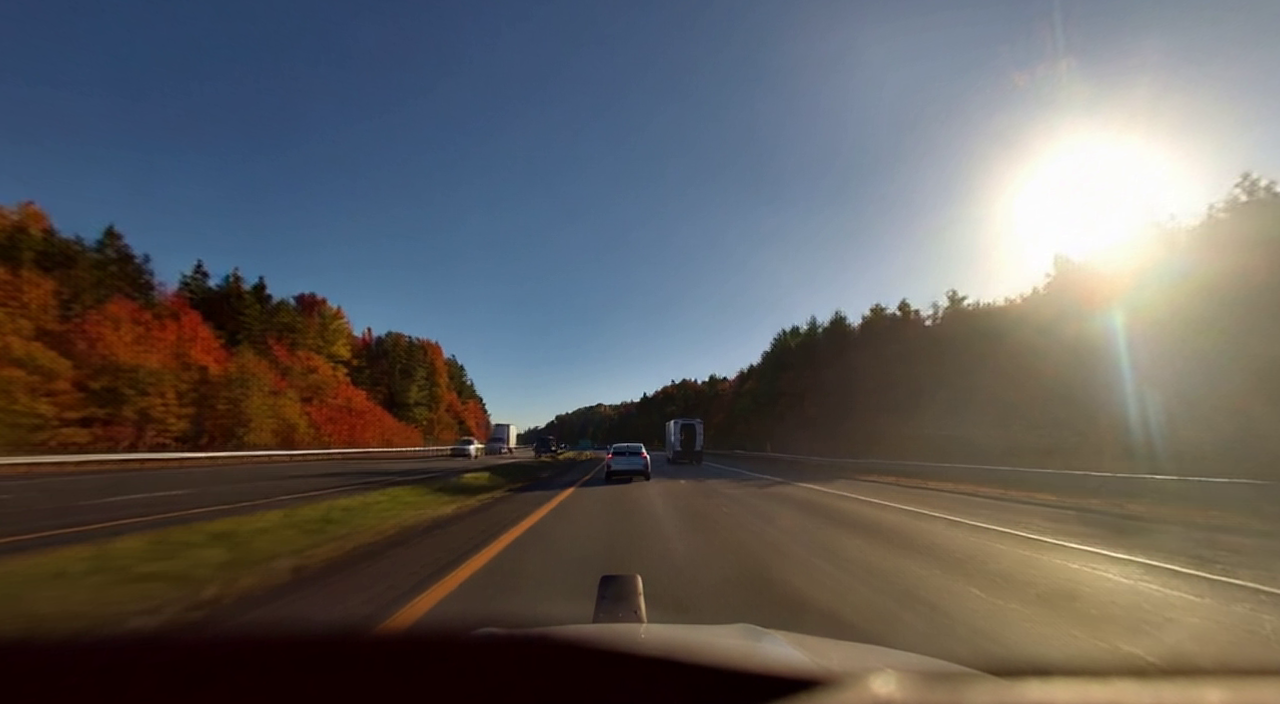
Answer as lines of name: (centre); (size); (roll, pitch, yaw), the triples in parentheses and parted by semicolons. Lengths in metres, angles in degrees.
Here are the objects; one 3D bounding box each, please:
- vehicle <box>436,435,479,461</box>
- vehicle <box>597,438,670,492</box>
vehicle: (-14.005, 7.433, 48.362); (2.059, 1.899, 4.680); (0, -9, -1)
vehicle: (-0.227, 3.557, 20.057); (2.099, 1.506, 4.097); (0, -9, -1)
